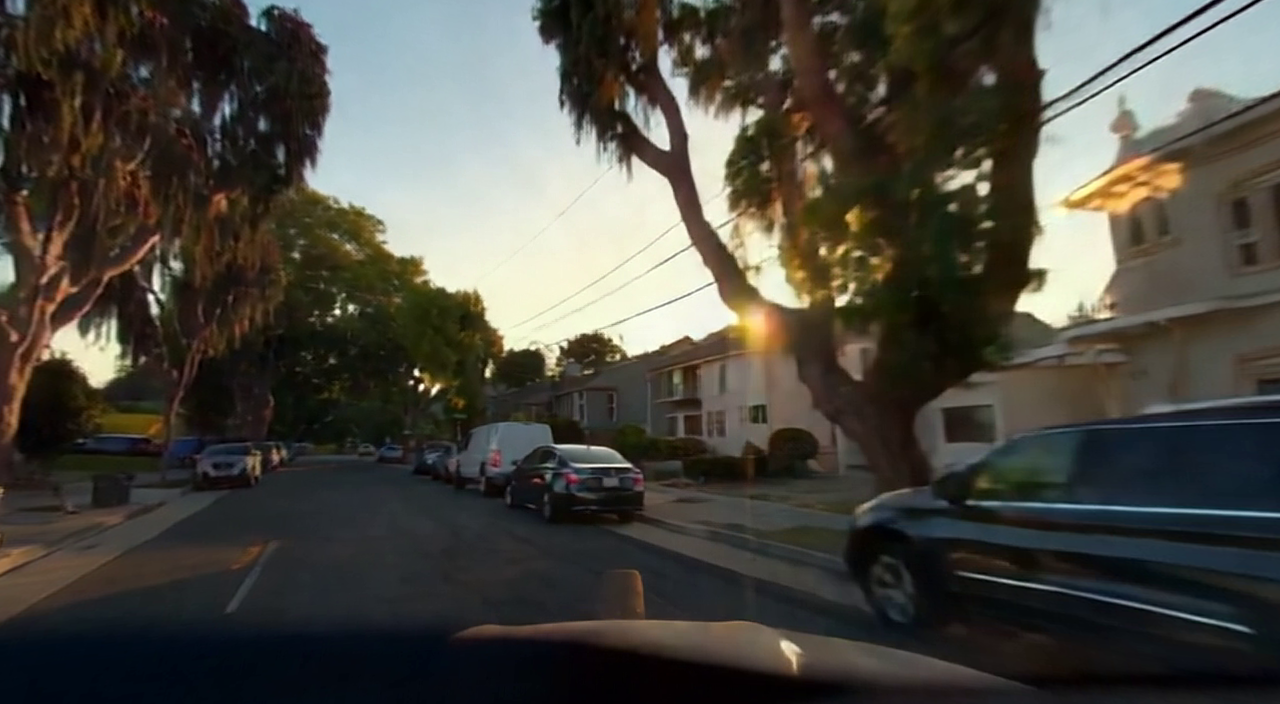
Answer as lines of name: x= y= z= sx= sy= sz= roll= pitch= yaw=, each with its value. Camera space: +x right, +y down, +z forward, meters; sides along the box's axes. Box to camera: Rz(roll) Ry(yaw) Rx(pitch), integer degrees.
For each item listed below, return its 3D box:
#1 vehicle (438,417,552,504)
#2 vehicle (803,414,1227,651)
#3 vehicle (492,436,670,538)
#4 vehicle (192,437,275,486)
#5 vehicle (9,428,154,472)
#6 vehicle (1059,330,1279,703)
vehicle: x=-4.343 y=2.958 z=18.221 sx=1.993 sy=2.129 sz=4.893 roll=4 pitch=-7 yaw=-27
vehicle: x=3.814 y=1.529 z=6.322 sx=4.030 sy=1.648 sz=1.827 roll=4 pitch=-10 yaw=-31
vehicle: x=-1.362 y=2.443 z=12.311 sx=1.828 sy=1.442 sz=4.476 roll=4 pitch=-7 yaw=-28
vehicle: x=-14.049 y=3.810 z=22.017 sx=1.908 sy=1.493 sz=4.806 roll=7 pitch=-11 yaw=-27
vehicle: x=-23.625 y=4.164 z=26.847 sx=4.153 sy=1.550 sz=2.029 roll=5 pitch=-3 yaw=-28
vehicle: x=5.116 y=0.999 z=3.856 sx=4.585 sy=1.969 sz=2.046 roll=4 pitch=-10 yaw=-26
